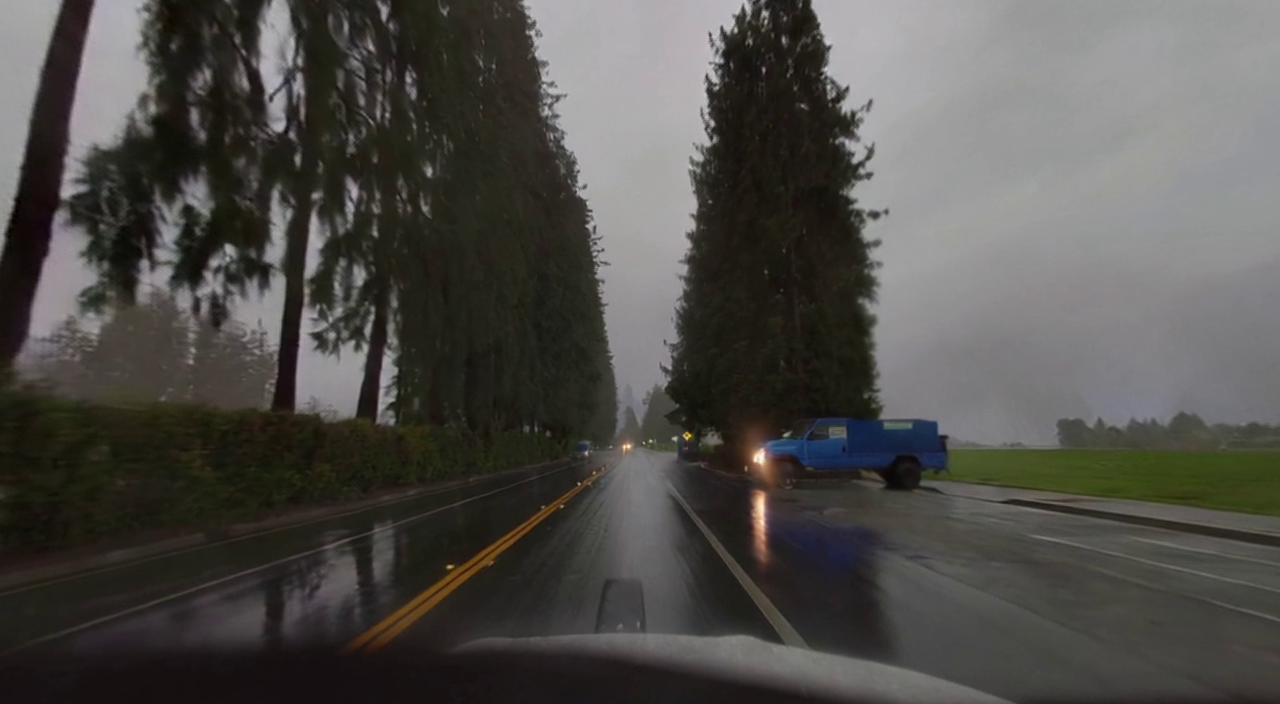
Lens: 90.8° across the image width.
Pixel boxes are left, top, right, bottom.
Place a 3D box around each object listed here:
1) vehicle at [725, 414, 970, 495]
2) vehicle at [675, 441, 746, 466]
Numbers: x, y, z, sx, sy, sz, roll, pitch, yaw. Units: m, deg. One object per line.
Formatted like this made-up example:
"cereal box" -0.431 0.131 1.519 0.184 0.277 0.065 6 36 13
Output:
"vehicle" 6.233 3.168 19.776 6.645 2.298 2.763 0 -9 -3
"vehicle" 5.032 7.319 45.471 4.791 1.706 1.963 1 -9 -5
